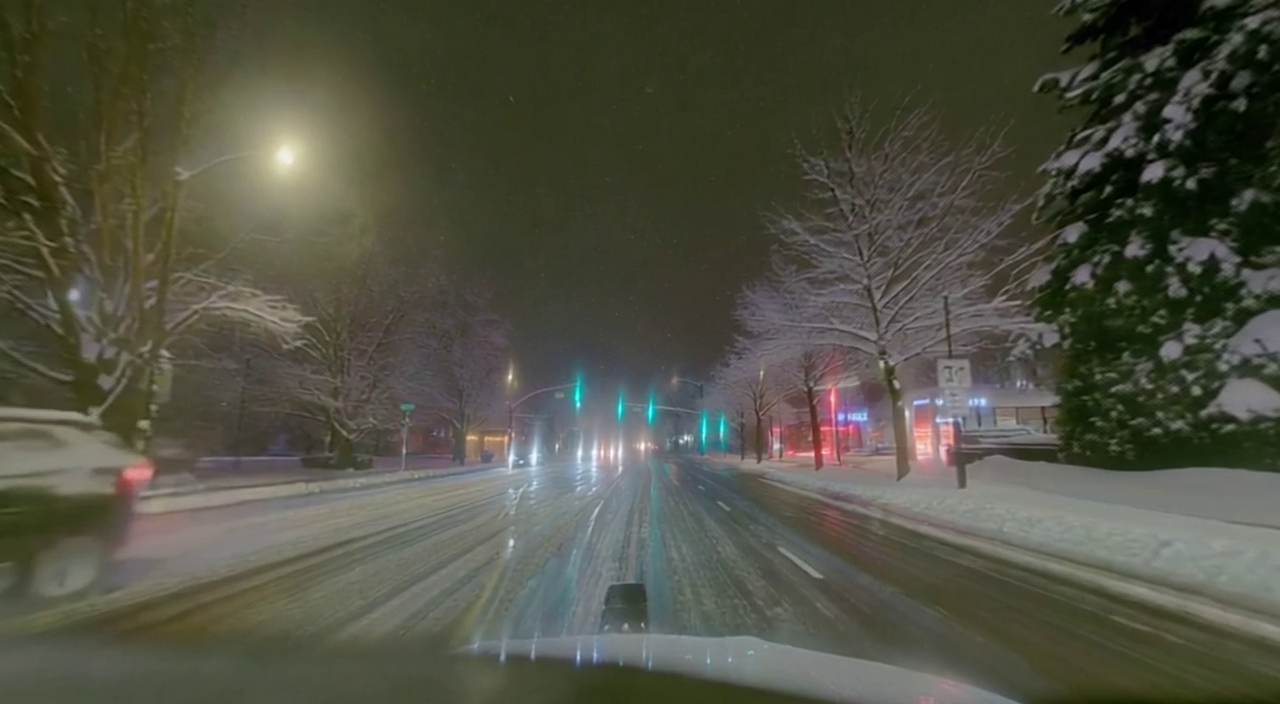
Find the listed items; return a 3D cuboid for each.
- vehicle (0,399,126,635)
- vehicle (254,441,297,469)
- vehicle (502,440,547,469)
[{"bbox_3d":[-5.752,1.047,3.484,2.055,1.714,4.374,0,-8,1],"label":"vehicle"},{"bbox_3d":[-26.142,7.324,45.094,2.099,1.901,4.832,6,-10,-35],"label":"vehicle"},{"bbox_3d":[-8.159,7.265,44.947,2.242,1.919,4.922,0,-8,1],"label":"vehicle"}]
